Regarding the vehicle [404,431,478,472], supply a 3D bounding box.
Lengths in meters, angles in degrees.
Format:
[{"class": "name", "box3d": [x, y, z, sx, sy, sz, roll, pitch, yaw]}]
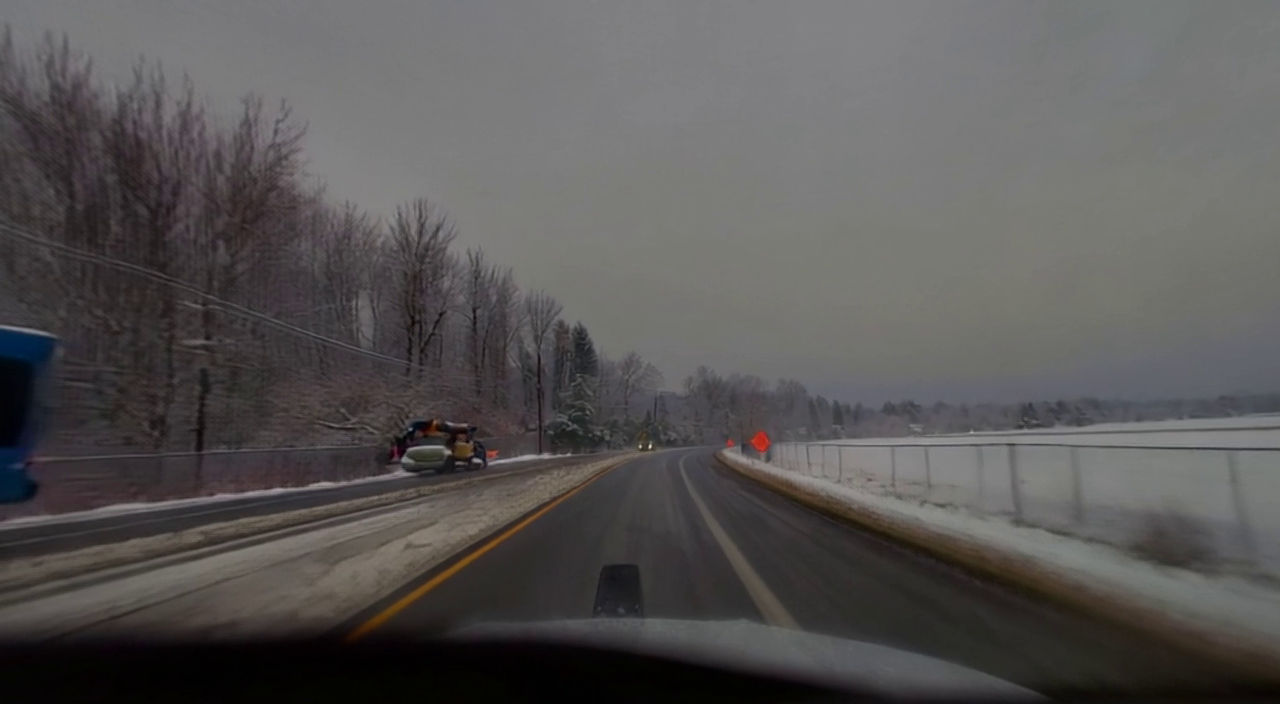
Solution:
[{"class": "vehicle", "box3d": [-11.184, 5.625, 36.065, 2.244, 2.022, 6.102, -2, -8, 0]}]
